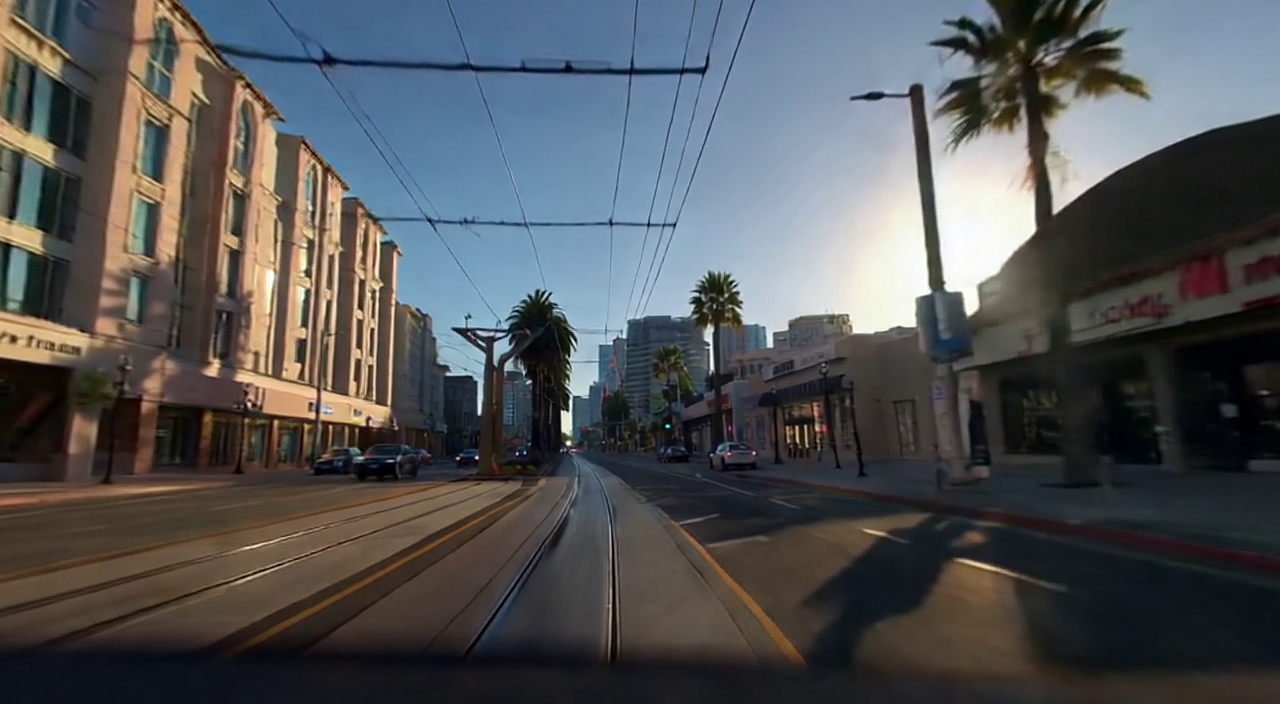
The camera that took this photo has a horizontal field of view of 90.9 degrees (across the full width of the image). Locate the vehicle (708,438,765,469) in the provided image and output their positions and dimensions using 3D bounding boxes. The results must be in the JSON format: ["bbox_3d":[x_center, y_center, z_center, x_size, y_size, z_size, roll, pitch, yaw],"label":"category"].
[{"bbox_3d":[5.543,5.892,36.927,1.995,1.677,4.863,1,-8,-8],"label":"vehicle"}]

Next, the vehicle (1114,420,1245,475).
[{"bbox_3d":[16.207,2.902,19.227,1.983,1.461,4.547,-5,-9,28],"label":"vehicle"}]

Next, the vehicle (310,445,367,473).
[{"bbox_3d":[-20.480,7.247,43.002,1.974,1.808,4.373,1,-8,-5],"label":"vehicle"}]

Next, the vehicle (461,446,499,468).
[{"bbox_3d":[-11.823,7.752,46.769,2.013,1.590,4.241,1,-8,-5],"label":"vehicle"}]

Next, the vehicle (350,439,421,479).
[{"bbox_3d":[-13.138,5.537,32.895,2.127,1.892,4.655,1,-8,-6],"label":"vehicle"}]
